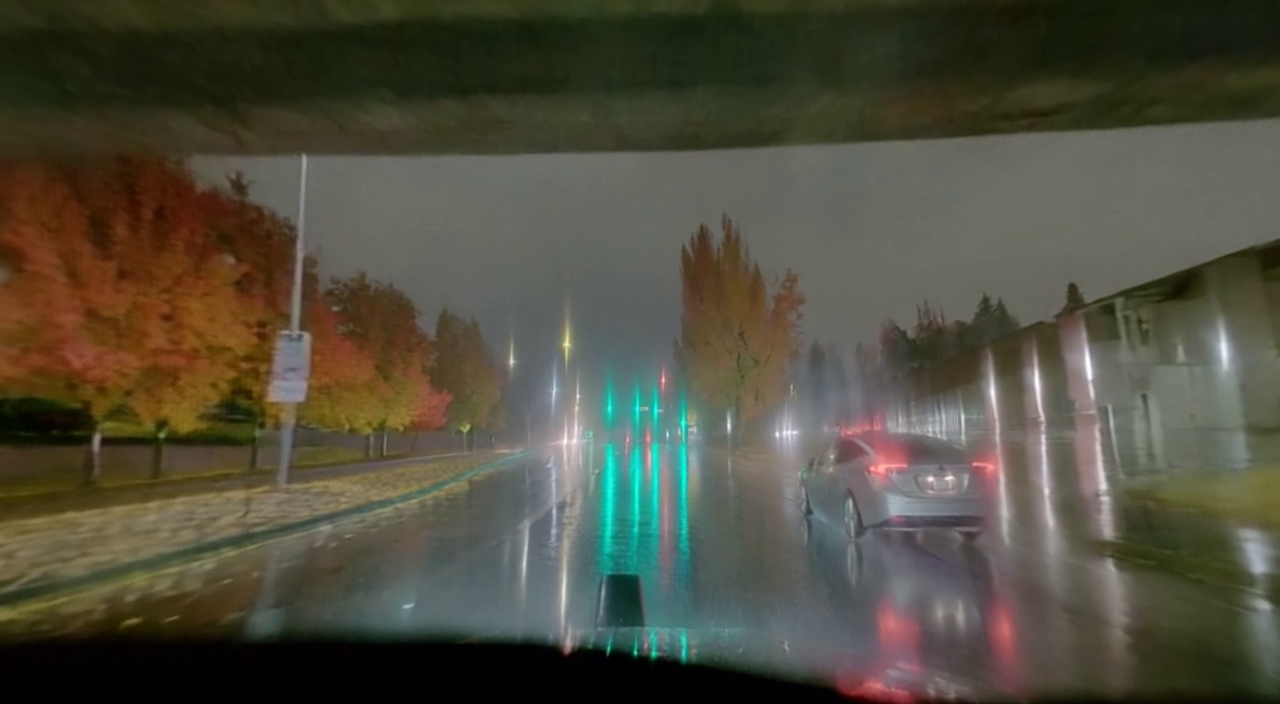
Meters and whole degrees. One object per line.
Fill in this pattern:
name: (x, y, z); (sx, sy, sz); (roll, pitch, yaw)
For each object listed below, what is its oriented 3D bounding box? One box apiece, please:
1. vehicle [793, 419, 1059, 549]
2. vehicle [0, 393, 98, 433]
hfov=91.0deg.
vehicle: (4.001, 1.932, 9.874); (2.063, 1.542, 4.420); (0, -9, 0)
vehicle: (-37.243, 3.762, 38.195); (2.256, 2.170, 6.436); (-1, -8, 9)
